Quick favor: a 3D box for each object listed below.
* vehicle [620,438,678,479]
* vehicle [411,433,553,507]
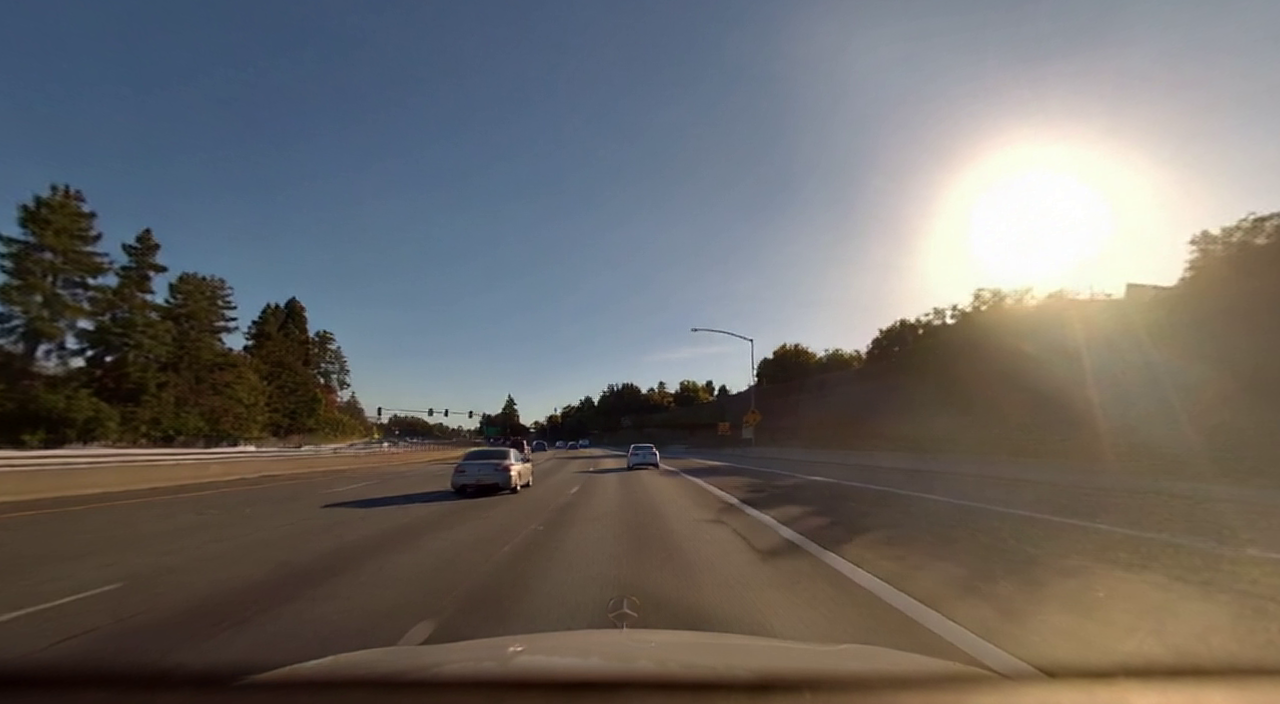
[{"bbox_3d":[0.255,4.053,24.235,2.051,1.444,3.927,0,-9,-2],"label":"vehicle"},{"bbox_3d":[-3.620,2.835,15.635,2.246,1.519,4.980,0,-9,0],"label":"vehicle"}]
